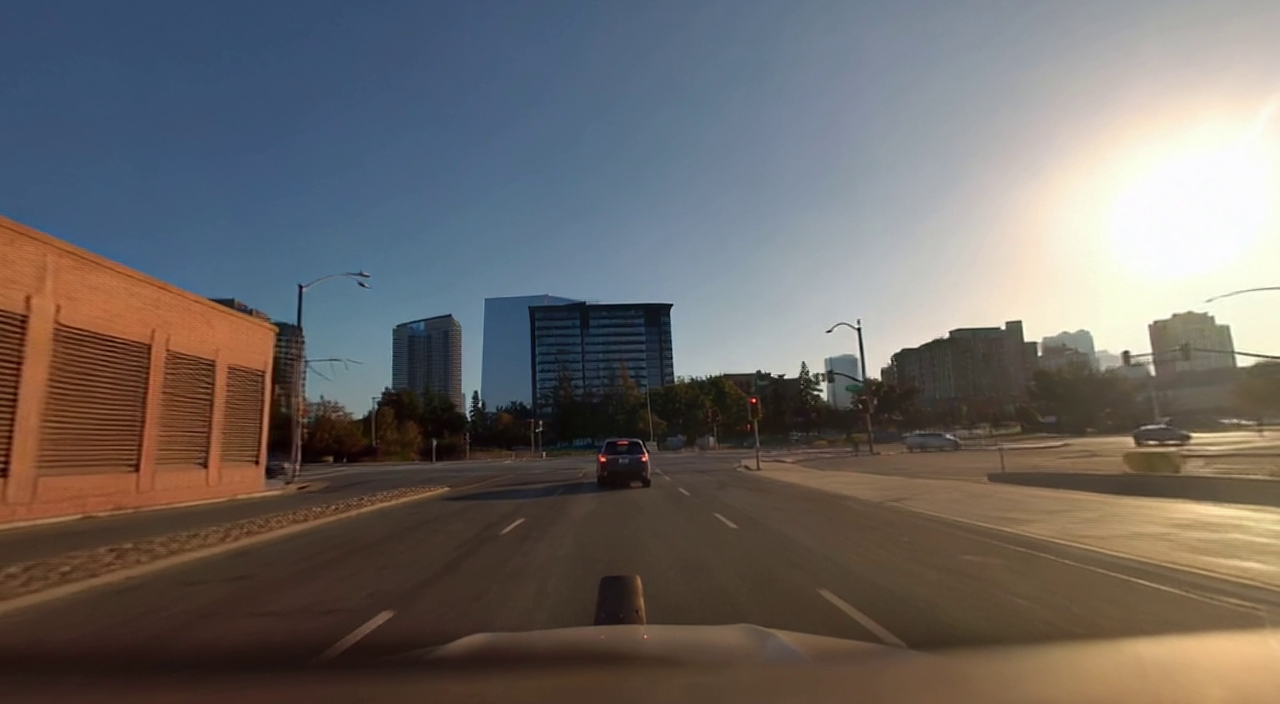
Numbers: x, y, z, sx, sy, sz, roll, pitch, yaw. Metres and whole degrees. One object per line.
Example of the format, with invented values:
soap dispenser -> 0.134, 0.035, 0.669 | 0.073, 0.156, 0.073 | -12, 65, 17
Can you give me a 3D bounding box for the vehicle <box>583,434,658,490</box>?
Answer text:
vehicle -> -0.638, 3.628, 21.164 | 2.218, 1.657, 4.551 | 0, -9, -1
